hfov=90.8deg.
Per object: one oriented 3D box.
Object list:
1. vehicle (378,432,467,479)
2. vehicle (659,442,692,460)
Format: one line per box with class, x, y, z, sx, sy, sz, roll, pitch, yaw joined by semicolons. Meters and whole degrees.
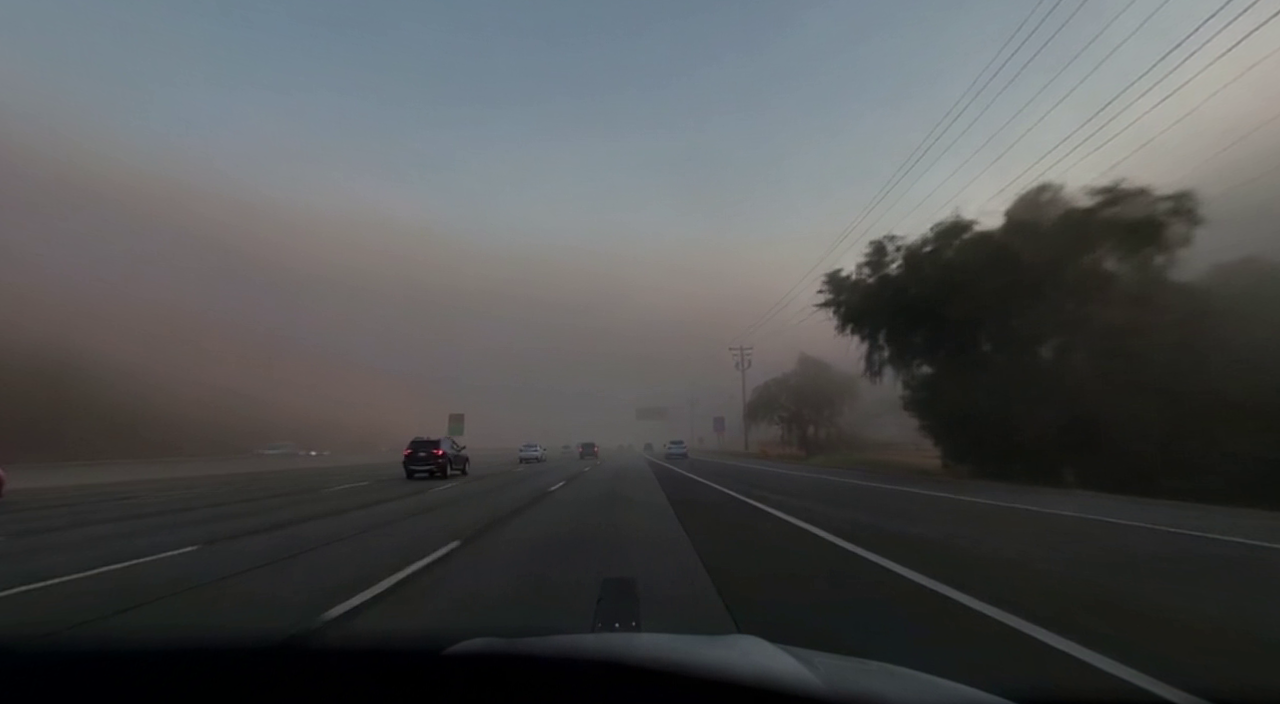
vehicle;-9.219;4.456;27.341;2.115;1.799;5.444;0;-9;-2
vehicle;2.713;7.727;49.405;2.015;1.391;3.897;1;-9;-5
